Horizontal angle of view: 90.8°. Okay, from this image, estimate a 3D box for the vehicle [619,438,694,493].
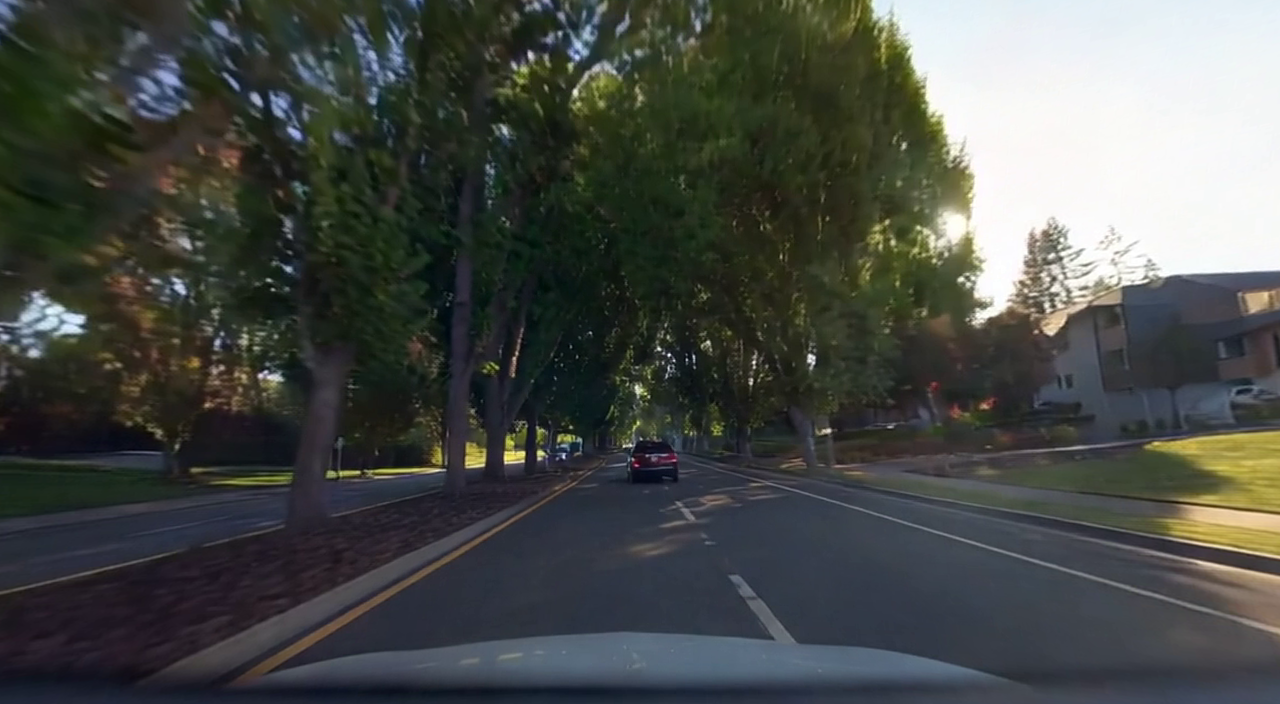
[{"bbox_3d":[0.393,3.652,20.711,2.066,1.603,4.475,0,-9,-3],"label":"vehicle"}]
